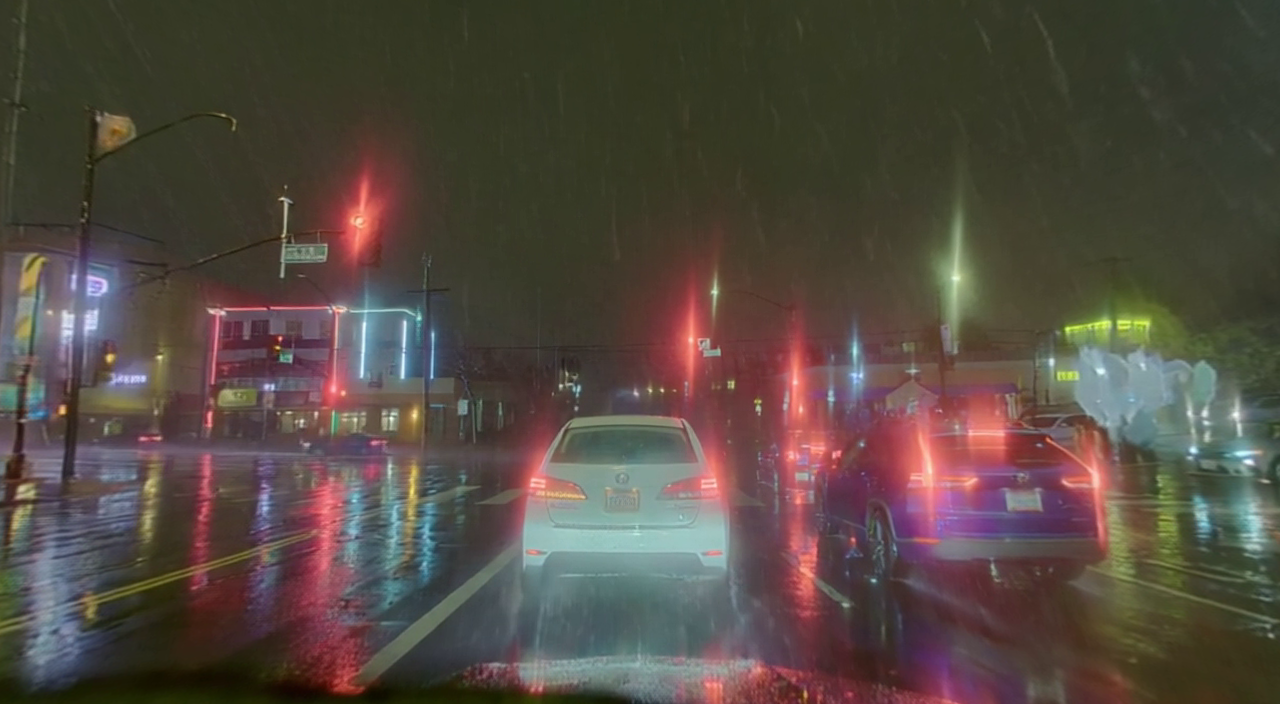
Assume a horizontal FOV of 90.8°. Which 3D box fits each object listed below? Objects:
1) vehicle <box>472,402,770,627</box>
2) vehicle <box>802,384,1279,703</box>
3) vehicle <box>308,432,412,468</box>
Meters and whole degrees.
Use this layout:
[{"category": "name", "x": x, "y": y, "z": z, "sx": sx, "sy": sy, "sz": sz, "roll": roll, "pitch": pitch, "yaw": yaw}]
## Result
[{"category": "vehicle", "x": -0.154, "y": 1.505, "z": 6.935, "sx": 2.123, "sy": 1.589, "sz": 4.702, "roll": 0, "pitch": -8, "yaw": 0}, {"category": "vehicle", "x": 3.026, "y": 1.308, "z": 5.445, "sx": 1.983, "sy": 1.654, "sz": 4.354, "roll": 0, "pitch": -8, "yaw": -2}, {"category": "vehicle", "x": -14.871, "y": 5.199, "z": 33.565, "sx": 5.003, "sy": 1.799, "sz": 2.066, "roll": -4, "pitch": -9, "yaw": 21}]
